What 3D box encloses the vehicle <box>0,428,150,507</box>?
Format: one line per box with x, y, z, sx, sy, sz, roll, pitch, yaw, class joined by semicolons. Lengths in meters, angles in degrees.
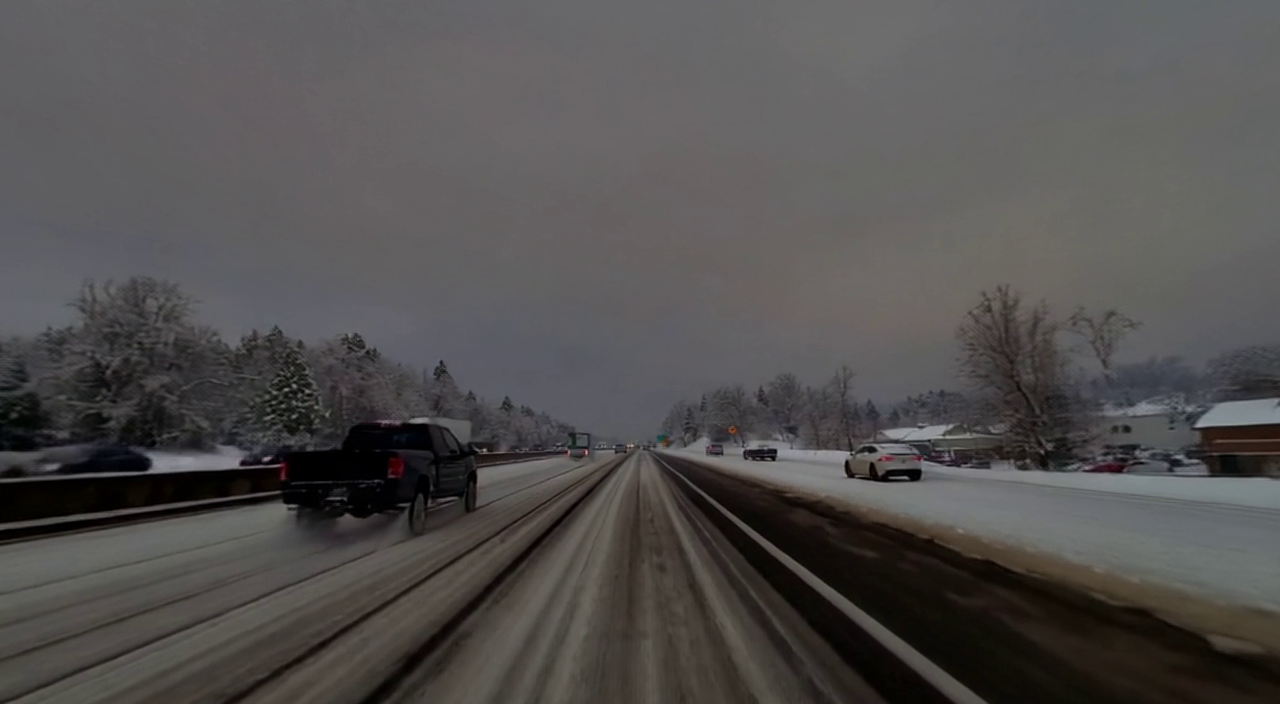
-16.866;3.097;17.169;2.339;1.926;5.751;0;-8;1;vehicle

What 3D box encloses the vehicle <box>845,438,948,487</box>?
9.488;4.107;23.746;1.971;1.638;4.295;0;-8;-2;vehicle

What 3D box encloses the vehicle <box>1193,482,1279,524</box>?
29.036;6.896;28.919;5.058;1.729;2.070;-1;-9;8;vehicle

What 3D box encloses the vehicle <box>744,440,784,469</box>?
9.653;7.984;49.328;2.061;2.115;4.635;0;-8;-1;vehicle

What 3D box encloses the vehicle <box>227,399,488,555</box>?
-4.081;1.899;10.276;1.994;1.911;4.819;0;-8;0;vehicle
